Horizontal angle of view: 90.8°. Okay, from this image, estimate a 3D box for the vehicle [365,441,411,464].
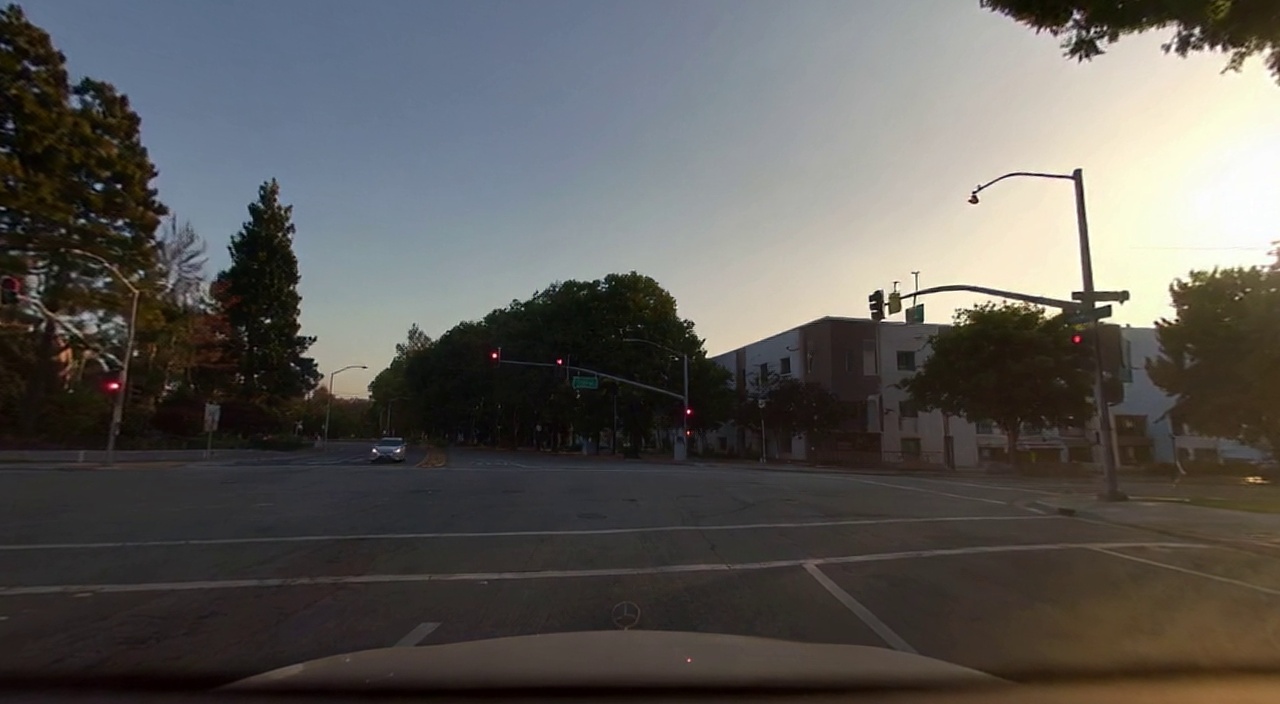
[{"bbox_3d":[-17.122,6.811,43.123,1.969,1.464,4.485,1,-9,-10],"label":"vehicle"}]
